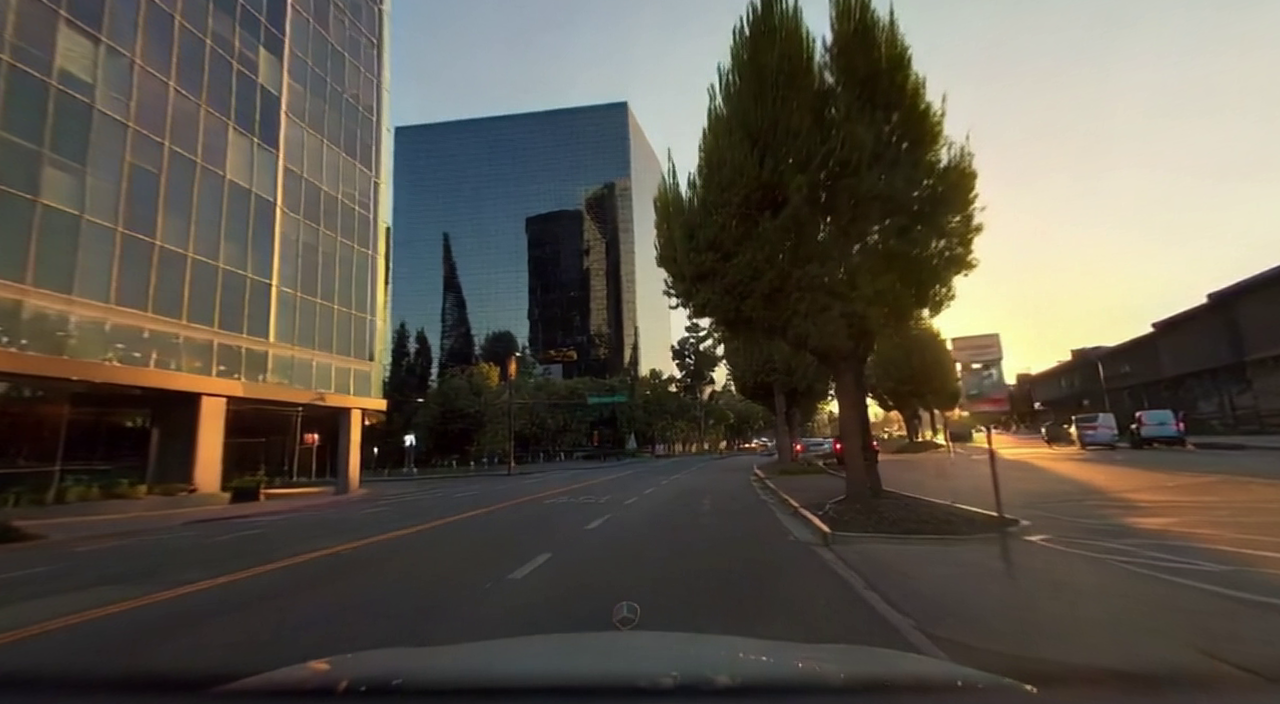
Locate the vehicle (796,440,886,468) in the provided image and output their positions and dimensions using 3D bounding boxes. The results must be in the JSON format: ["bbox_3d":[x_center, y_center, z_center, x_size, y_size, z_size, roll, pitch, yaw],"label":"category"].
[{"bbox_3d":[10.435,5.266,32.776,4.218,1.385,1.830,4,-9,-24],"label":"vehicle"}]

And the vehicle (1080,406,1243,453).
[{"bbox_3d":[21.225,3.251,26.002,4.871,1.757,2.014,-7,-11,37],"label":"vehicle"}]
